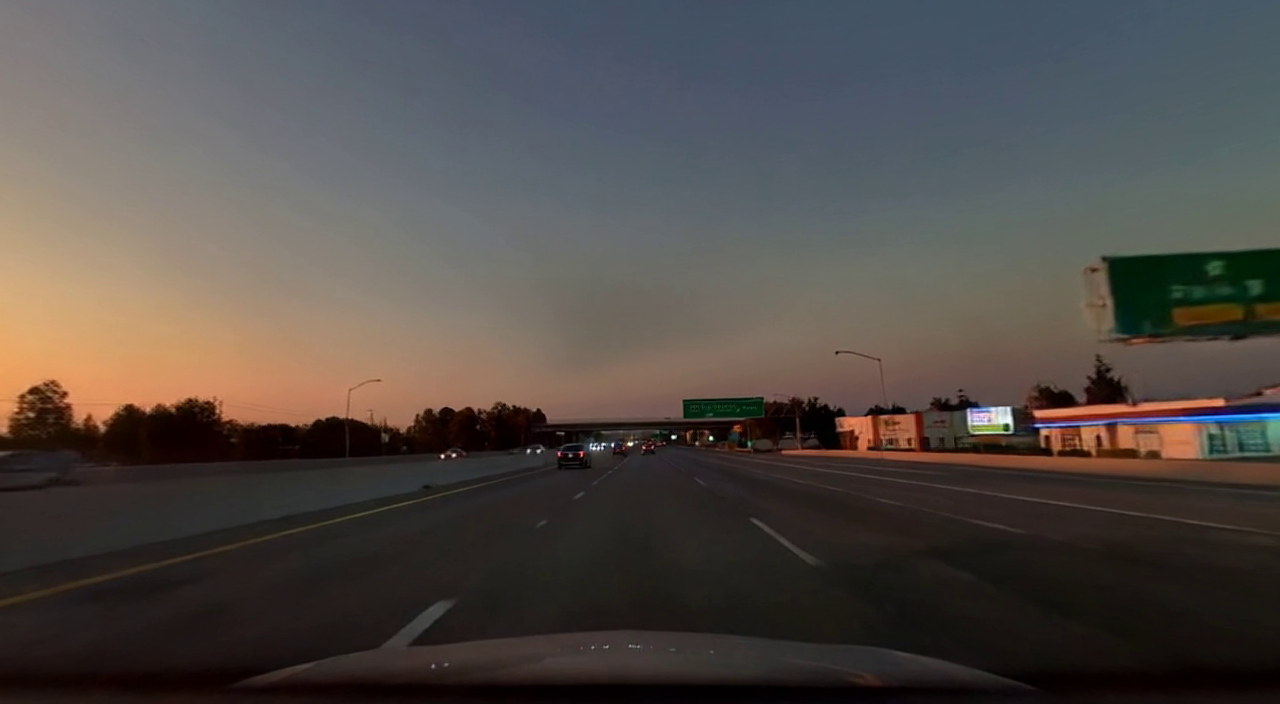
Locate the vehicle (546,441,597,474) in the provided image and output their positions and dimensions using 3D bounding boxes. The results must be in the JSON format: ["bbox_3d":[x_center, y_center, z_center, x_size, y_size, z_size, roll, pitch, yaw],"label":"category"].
[{"bbox_3d":[-3.420,5.355,32.260,2.114,1.510,4.186,-1,-8,1],"label":"vehicle"}]
